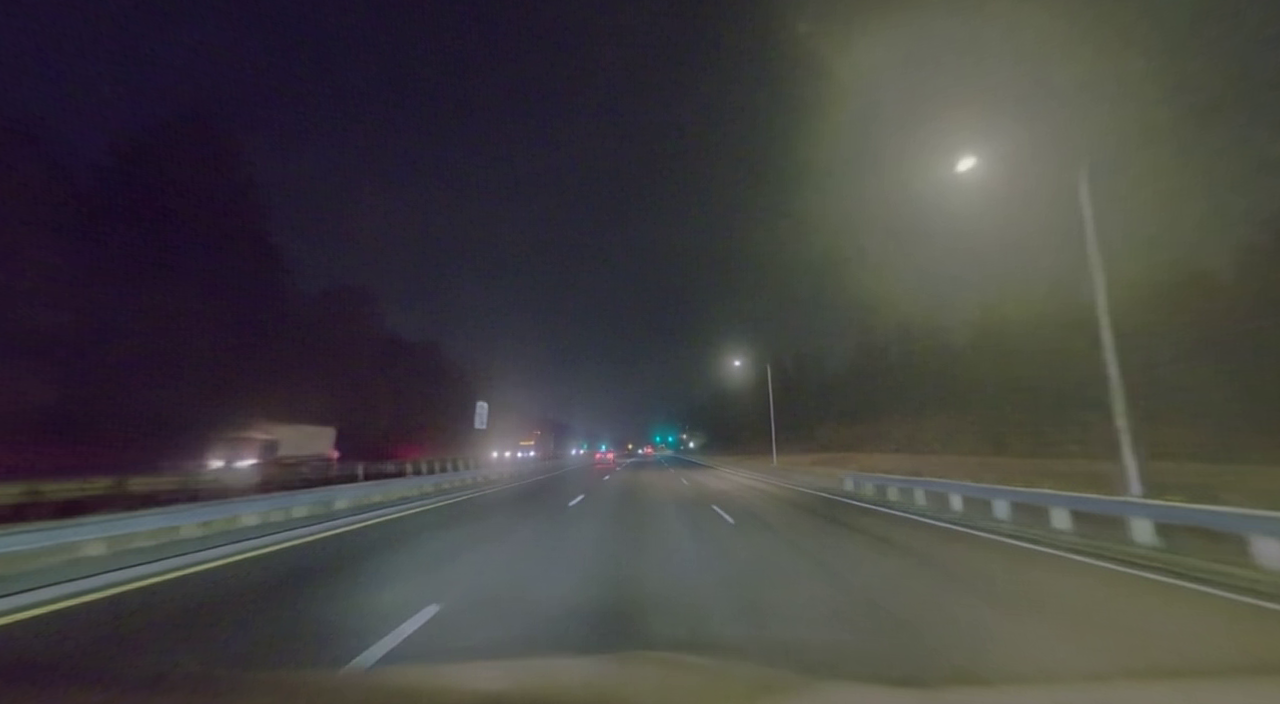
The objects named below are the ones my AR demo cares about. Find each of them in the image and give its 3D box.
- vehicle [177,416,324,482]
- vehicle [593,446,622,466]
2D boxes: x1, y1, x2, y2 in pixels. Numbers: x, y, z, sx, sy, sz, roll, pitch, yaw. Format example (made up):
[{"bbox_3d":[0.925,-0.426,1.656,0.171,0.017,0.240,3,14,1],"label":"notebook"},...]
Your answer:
[{"bbox_3d":[-17.990,4.580,29.758,2.346,2.689,7.021,0,-9,0],"label":"vehicle"},{"bbox_3d":[-2.553,8.195,49.904,1.991,1.473,4.707,0,-9,1],"label":"vehicle"}]
